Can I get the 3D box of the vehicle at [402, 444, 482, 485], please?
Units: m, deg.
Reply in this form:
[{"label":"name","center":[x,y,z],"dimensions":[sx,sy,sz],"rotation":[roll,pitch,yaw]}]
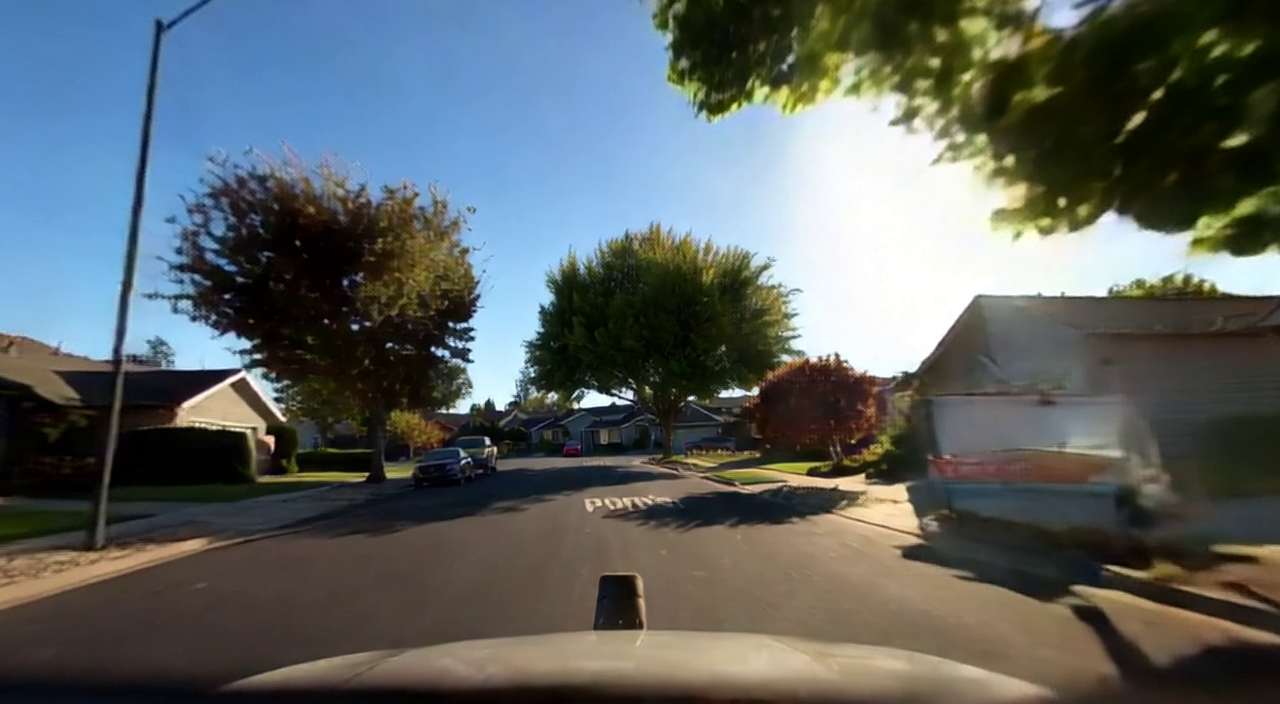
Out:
[{"label":"vehicle","center":[-7.473,4.257,24.136],"dimensions":[2.017,1.397,4.004],"rotation":[0,-8,-4]}]
